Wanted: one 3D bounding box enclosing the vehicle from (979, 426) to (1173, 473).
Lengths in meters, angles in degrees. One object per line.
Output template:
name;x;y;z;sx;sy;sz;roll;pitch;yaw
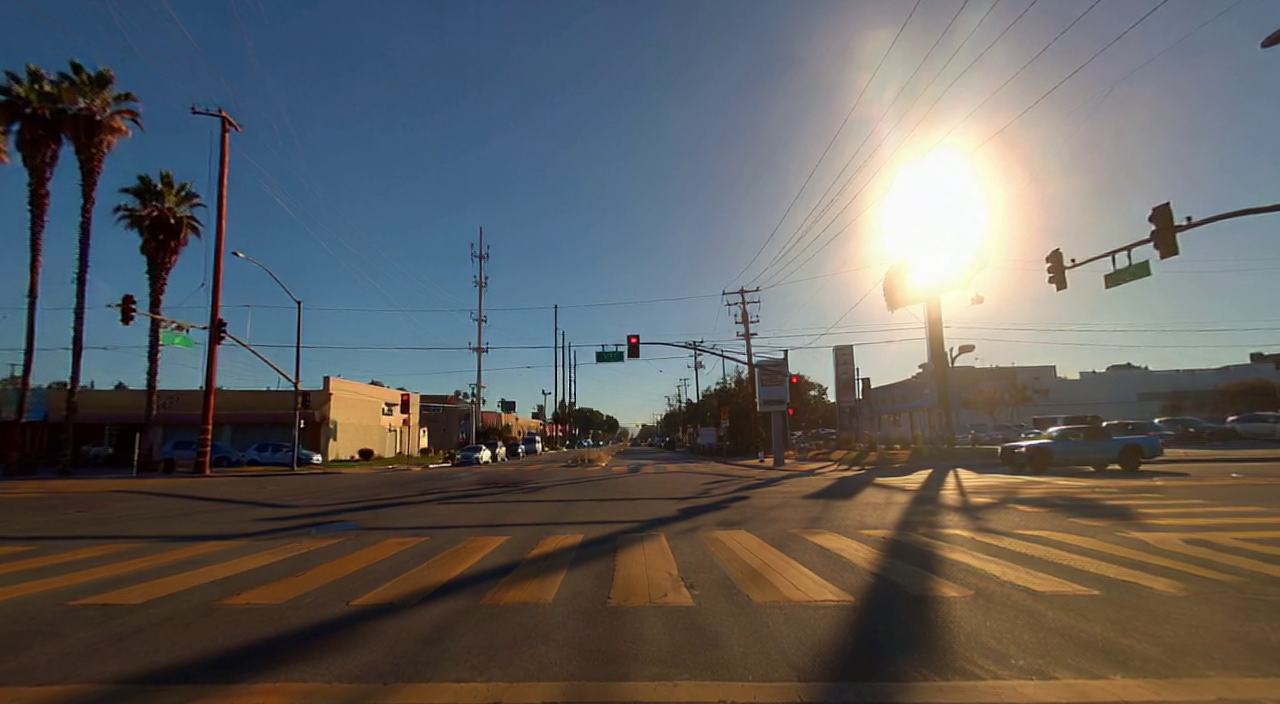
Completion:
vehicle;14.405;3.257;21.167;4.918;1.479;1.897;-1;-9;7

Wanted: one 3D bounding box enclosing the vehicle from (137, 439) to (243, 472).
vehicle;-25.906;5.976;36.449;4.613;1.820;2.021;-1;-9;4

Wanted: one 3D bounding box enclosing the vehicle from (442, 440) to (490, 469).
vehicle;-11.959;7.046;43.781;2.016;1.717;4.287;0;-6;1

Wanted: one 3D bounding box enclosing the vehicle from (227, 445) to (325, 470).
vehicle;-22.306;6.483;38.833;4.849;1.444;1.881;0;-9;2
